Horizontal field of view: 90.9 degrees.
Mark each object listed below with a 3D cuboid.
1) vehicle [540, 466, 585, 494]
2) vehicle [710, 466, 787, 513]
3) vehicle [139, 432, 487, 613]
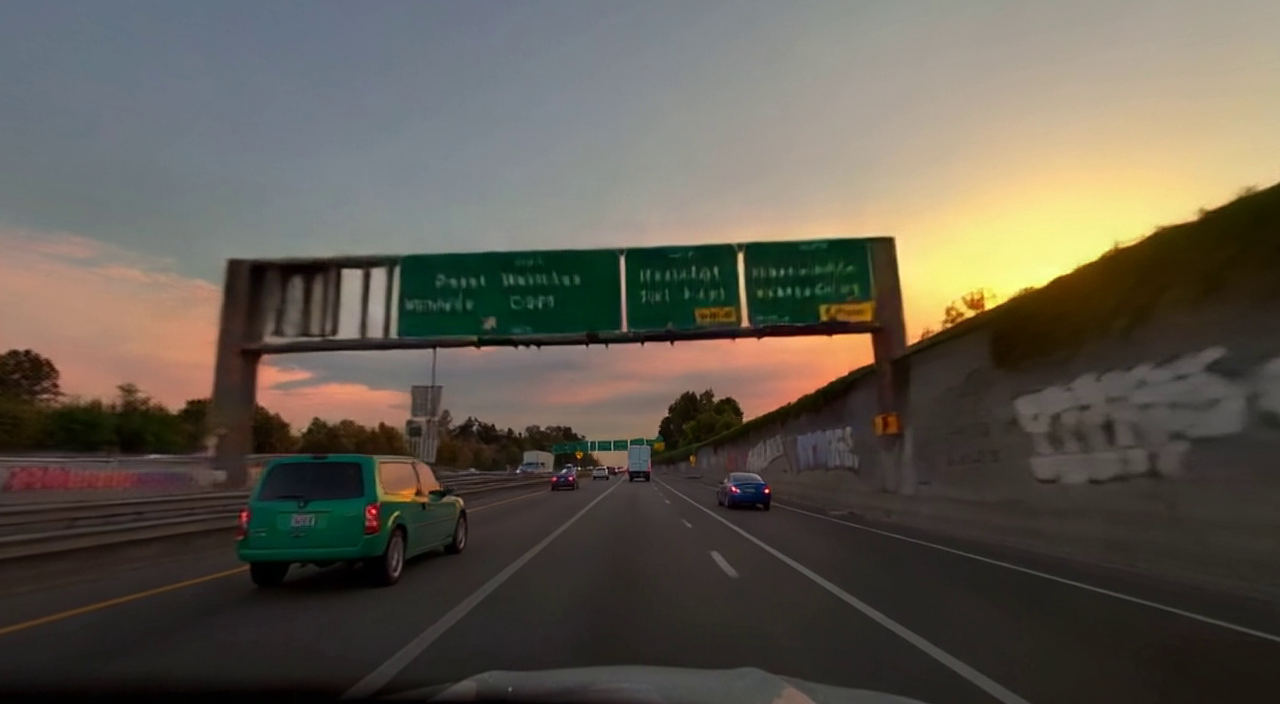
[{"bbox_3d":[-4.397,7.332,36.281,2.054,1.443,4.131,1,-11,0],"label":"vehicle"},{"bbox_3d":[3.742,4.841,22.485,1.917,1.458,4.199,1,-11,-2],"label":"vehicle"},{"bbox_3d":[-3.518,1.968,8.037,2.004,1.610,4.508,1,-11,0],"label":"vehicle"}]
